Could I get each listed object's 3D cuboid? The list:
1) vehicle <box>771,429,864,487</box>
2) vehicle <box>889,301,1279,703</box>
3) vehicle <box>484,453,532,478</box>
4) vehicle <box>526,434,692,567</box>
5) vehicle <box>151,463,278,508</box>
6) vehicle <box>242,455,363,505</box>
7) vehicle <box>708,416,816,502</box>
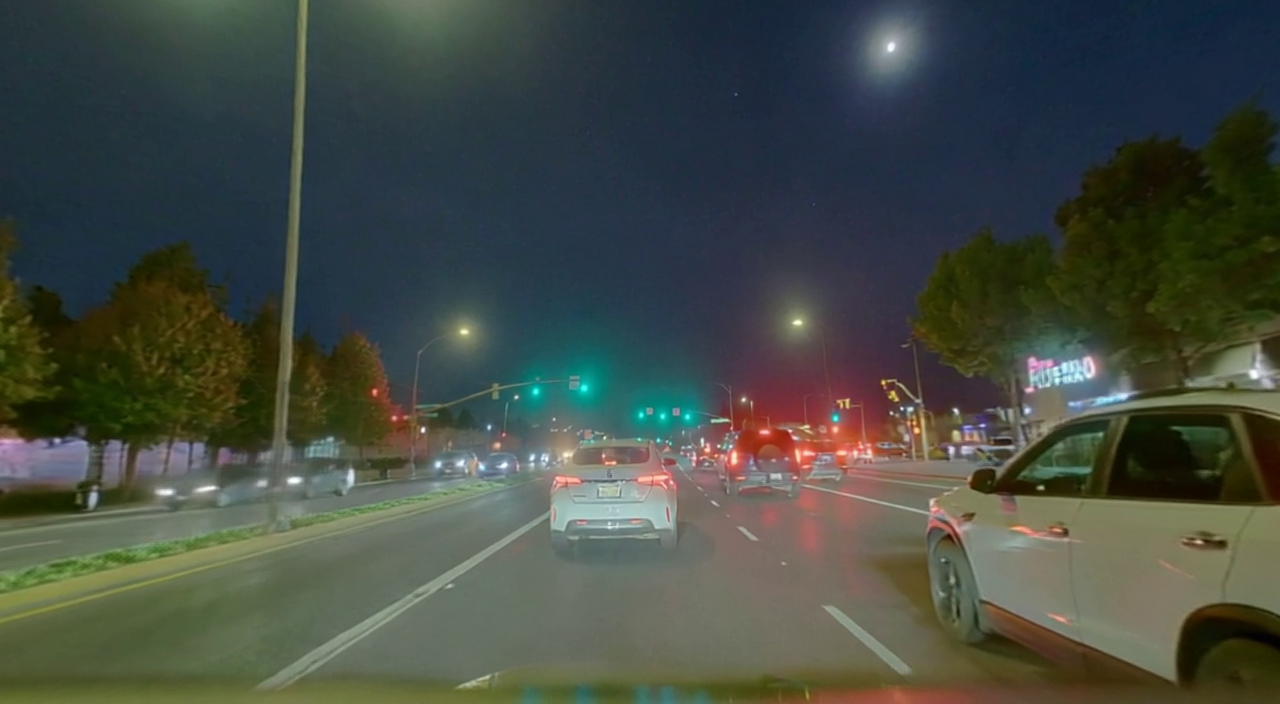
[{"bbox_3d":[7.596,4.607,27.630,2.627,2.252,5.236,0,-9,1],"label":"vehicle"},{"bbox_3d":[3.264,1.001,3.470,1.982,1.960,4.427,0,-9,1],"label":"vehicle"},{"bbox_3d":[-8.434,7.275,40.546,2.050,1.498,4.238,0,-9,2],"label":"vehicle"},{"bbox_3d":[-0.362,2.198,10.079,2.111,1.676,4.018,0,-9,1],"label":"vehicle"},{"bbox_3d":[-16.284,5.099,24.341,1.853,1.485,4.221,0,-9,1],"label":"vehicle"},{"bbox_3d":[-12.533,4.752,23.715,1.926,1.598,4.509,0,-9,2],"label":"vehicle"},{"bbox_3d":[3.851,3.540,21.151,2.516,2.481,5.766,0,-9,1],"label":"vehicle"}]
